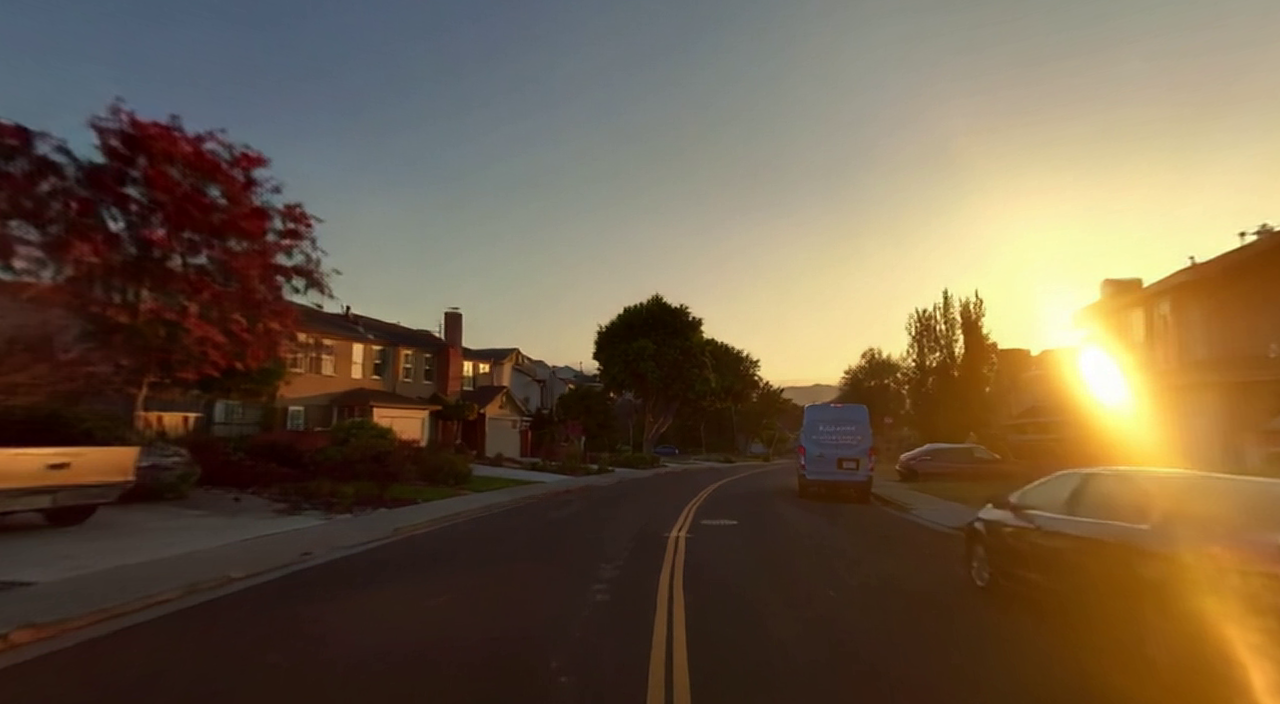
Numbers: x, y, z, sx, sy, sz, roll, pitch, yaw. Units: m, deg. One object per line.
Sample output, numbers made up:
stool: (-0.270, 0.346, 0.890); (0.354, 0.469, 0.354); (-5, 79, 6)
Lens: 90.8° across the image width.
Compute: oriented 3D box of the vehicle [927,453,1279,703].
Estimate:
vehicle: (3.973, 1.446, 4.674); (1.835, 1.349, 4.285); (-1, -9, 3)

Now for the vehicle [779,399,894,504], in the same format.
vehicle: (5.853, 3.089, 19.826); (2.684, 2.712, 6.197); (-2, -9, 11)

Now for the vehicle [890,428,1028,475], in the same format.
vehicle: (13.577, 4.329, 27.216); (4.791, 1.472, 2.114); (-8, -12, 12)
